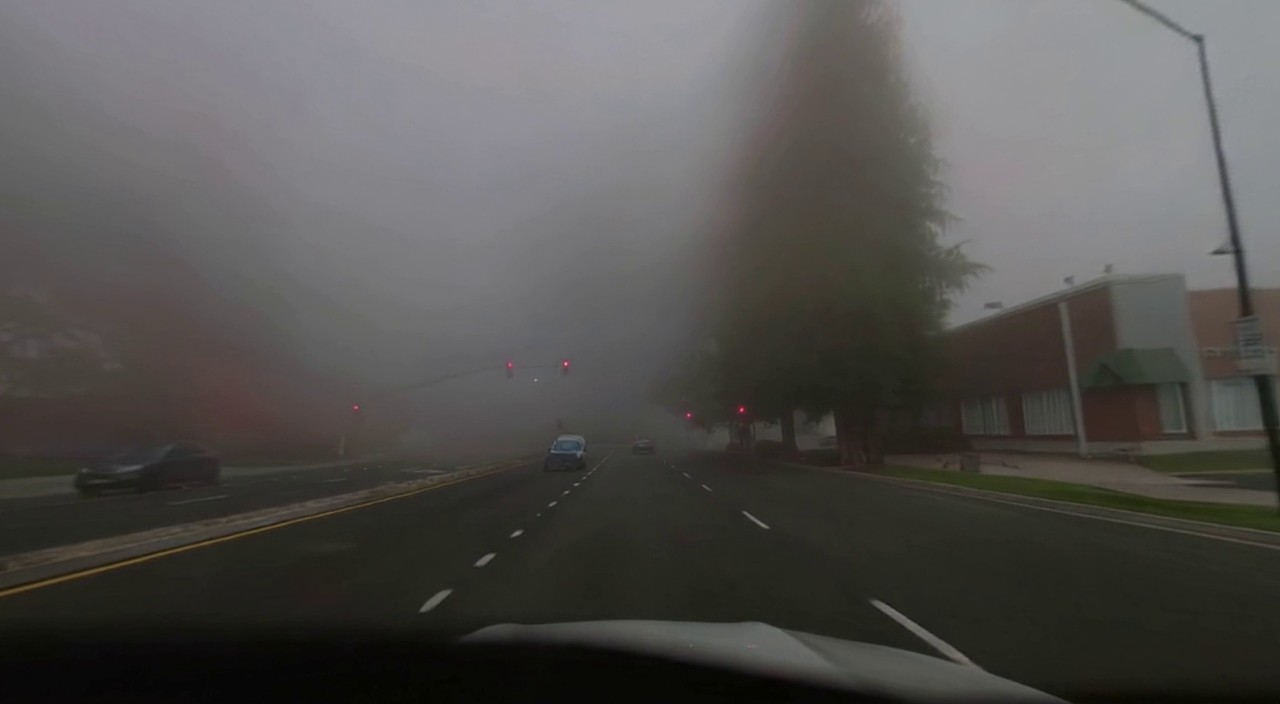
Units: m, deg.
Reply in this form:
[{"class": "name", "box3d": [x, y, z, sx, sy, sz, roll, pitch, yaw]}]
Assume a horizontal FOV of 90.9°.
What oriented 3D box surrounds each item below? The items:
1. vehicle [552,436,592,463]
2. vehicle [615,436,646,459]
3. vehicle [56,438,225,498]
[{"class": "vehicle", "box3d": [-4.077, 5.900, 38.307, 1.942, 1.497, 4.561, 0, -8, 0]}, {"class": "vehicle", "box3d": [-0.669, 6.658, 43.967, 2.066, 1.482, 3.923, 0, -8, -1]}, {"class": "vehicle", "box3d": [-15.851, 3.676, 20.397, 1.834, 1.694, 4.405, 0, -8, -1]}]
